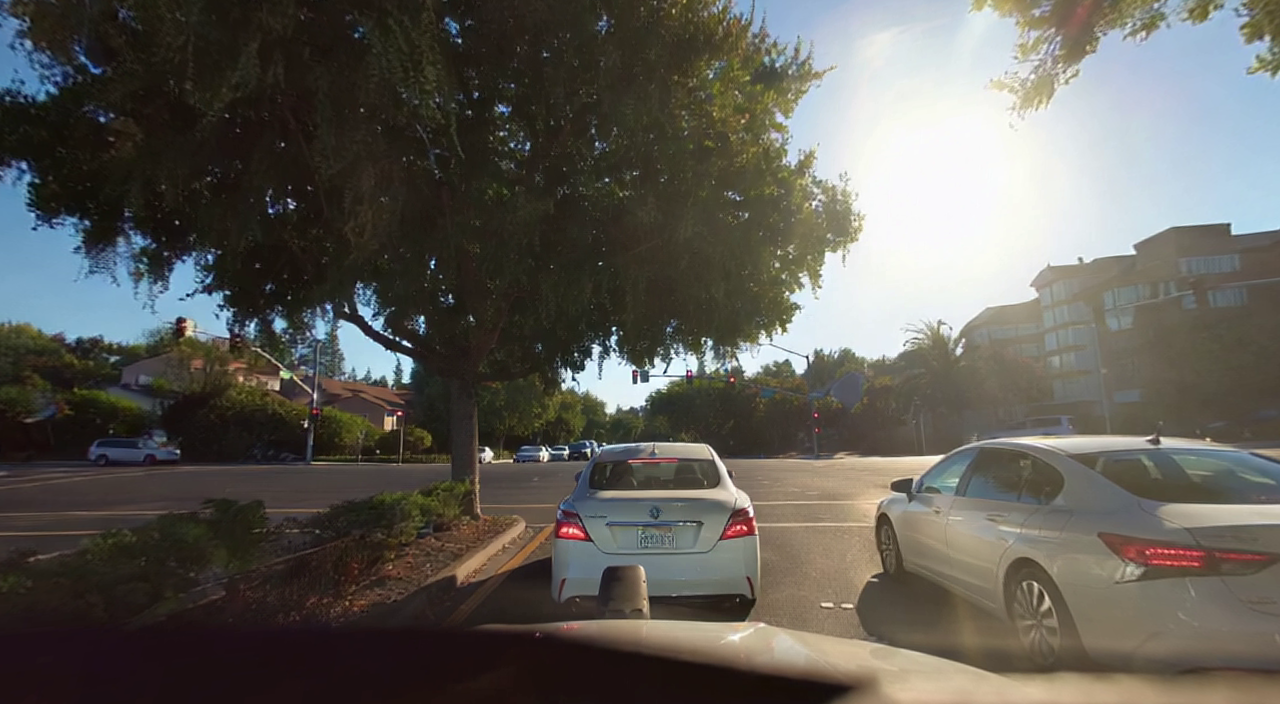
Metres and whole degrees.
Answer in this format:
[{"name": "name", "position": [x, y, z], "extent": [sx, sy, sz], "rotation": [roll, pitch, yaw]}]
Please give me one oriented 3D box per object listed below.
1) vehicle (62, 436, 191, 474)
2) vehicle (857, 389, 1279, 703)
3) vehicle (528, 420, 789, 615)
[{"name": "vehicle", "position": [-24.309, 4.868, 29.981], "extent": [4.450, 1.684, 1.894], "rotation": [0, -8, 0]}, {"name": "vehicle", "position": [3.171, 1.126, 3.898], "extent": [1.931, 1.493, 4.555], "rotation": [0, -8, -1]}, {"name": "vehicle", "position": [0.104, 1.563, 6.875], "extent": [2.017, 1.485, 3.813], "rotation": [0, -8, -1]}]
